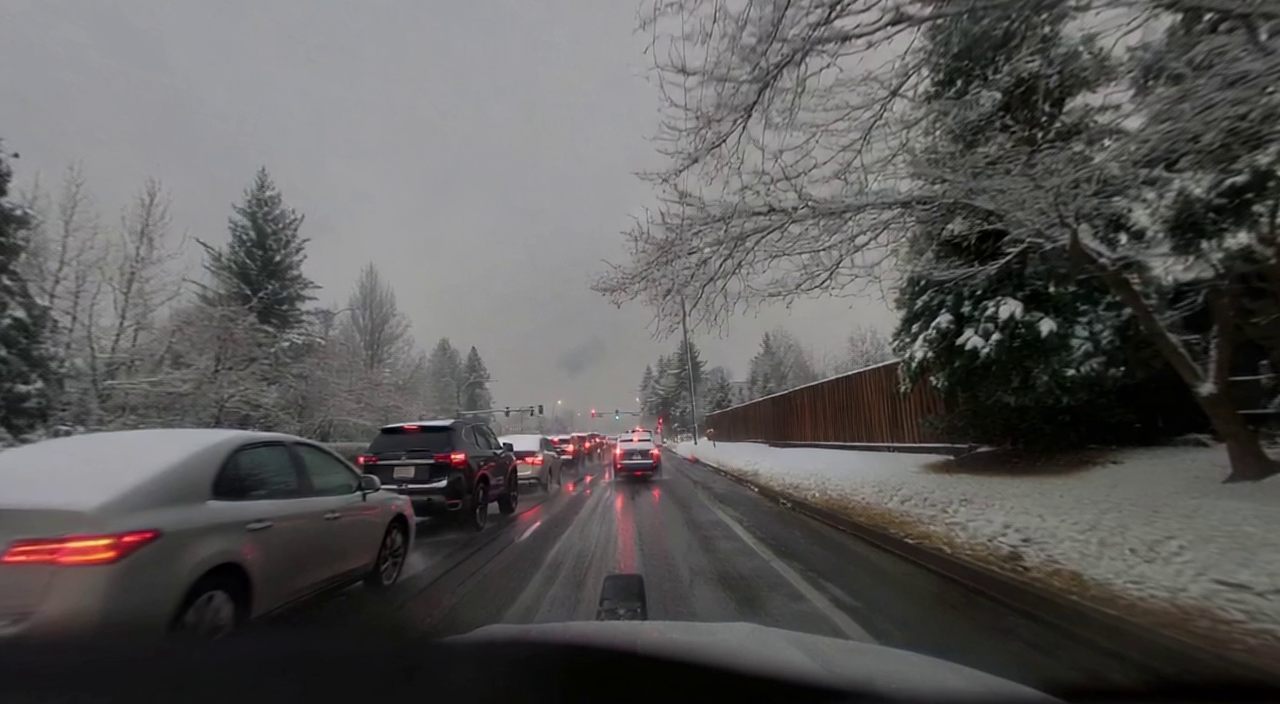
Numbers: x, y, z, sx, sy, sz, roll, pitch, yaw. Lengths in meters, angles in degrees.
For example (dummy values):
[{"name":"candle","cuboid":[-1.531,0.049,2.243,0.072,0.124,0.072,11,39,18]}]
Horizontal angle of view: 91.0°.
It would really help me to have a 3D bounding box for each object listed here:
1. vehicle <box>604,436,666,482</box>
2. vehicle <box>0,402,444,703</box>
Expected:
[{"name":"vehicle","cuboid":[-0.148,3.728,22.259,1.995,1.460,3.865,0,-8,0]},{"name":"vehicle","cuboid":[-3.027,1.222,4.256,1.966,1.472,4.305,0,-8,1]}]
